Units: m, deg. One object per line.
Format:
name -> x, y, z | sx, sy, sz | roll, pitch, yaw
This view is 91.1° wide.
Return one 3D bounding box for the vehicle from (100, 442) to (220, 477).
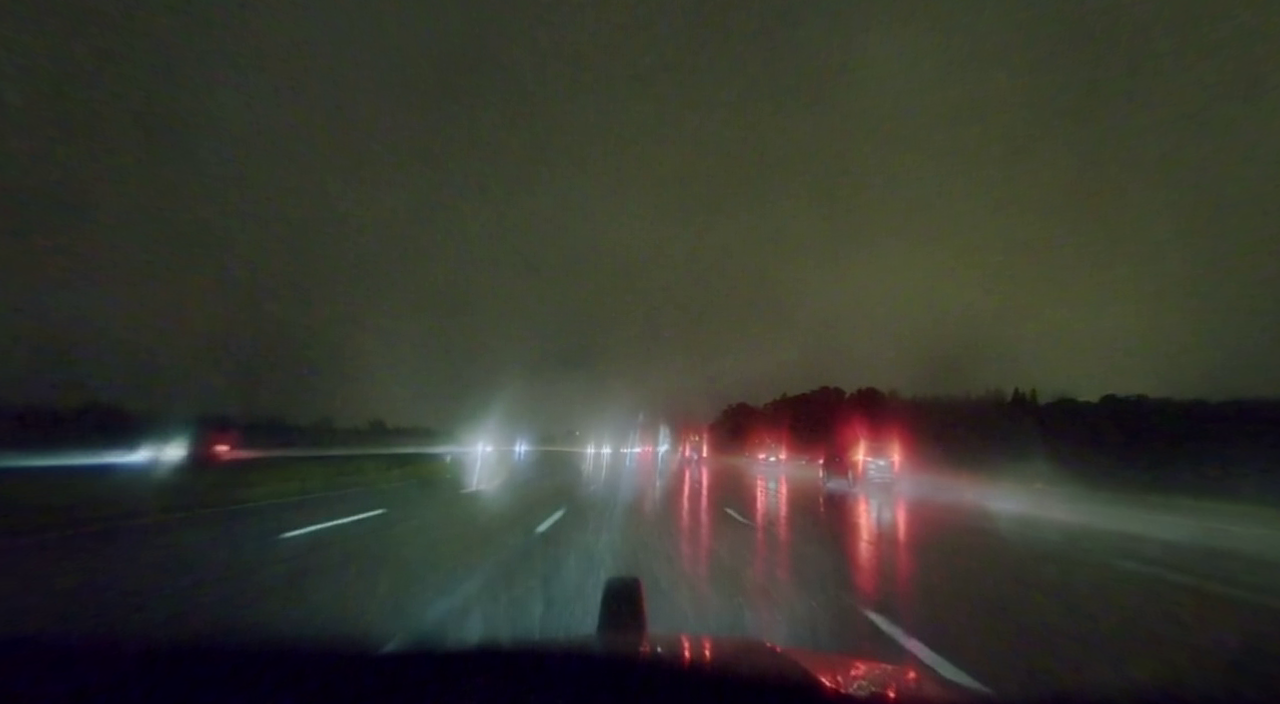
vehicle -> -24.943, 5.576, 32.941 | 2.103, 1.669, 5.235 | 0, -9, 1
